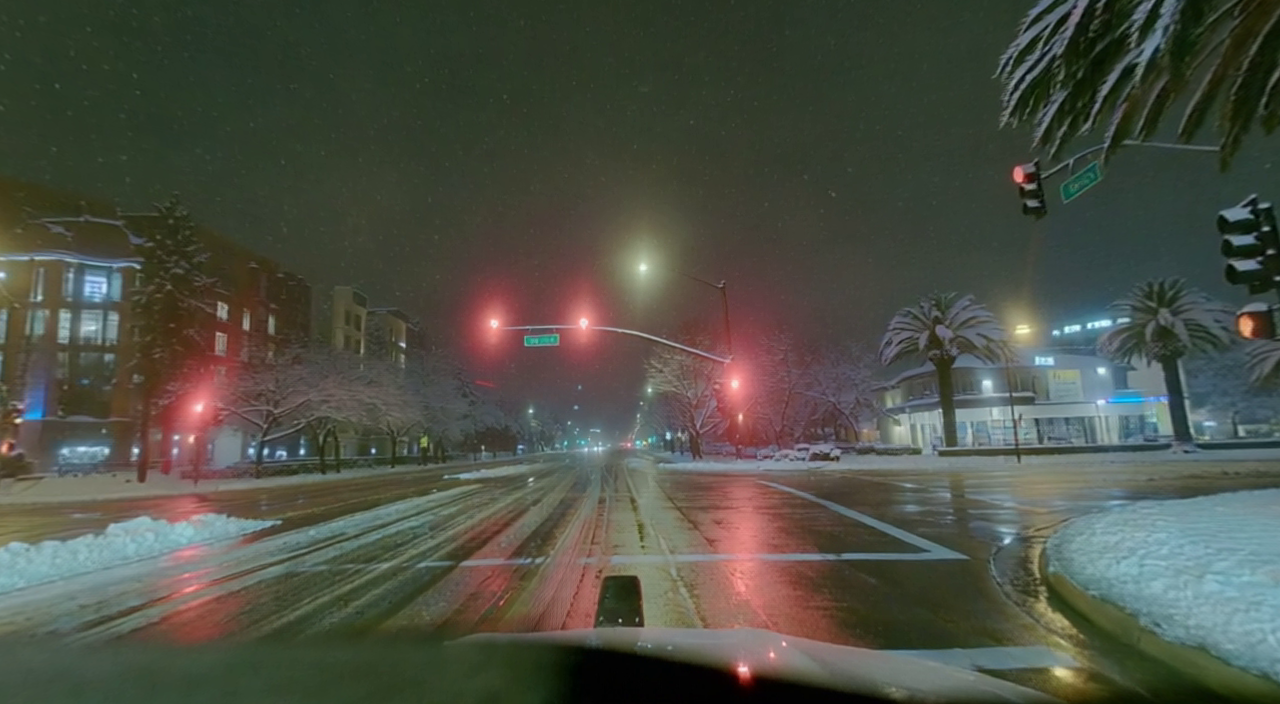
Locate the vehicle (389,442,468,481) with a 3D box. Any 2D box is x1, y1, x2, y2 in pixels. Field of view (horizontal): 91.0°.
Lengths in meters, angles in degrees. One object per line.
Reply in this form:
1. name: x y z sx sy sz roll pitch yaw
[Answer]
1. vehicle: -10.739 5.588 32.367 2.270 1.833 4.860 0 -9 1
